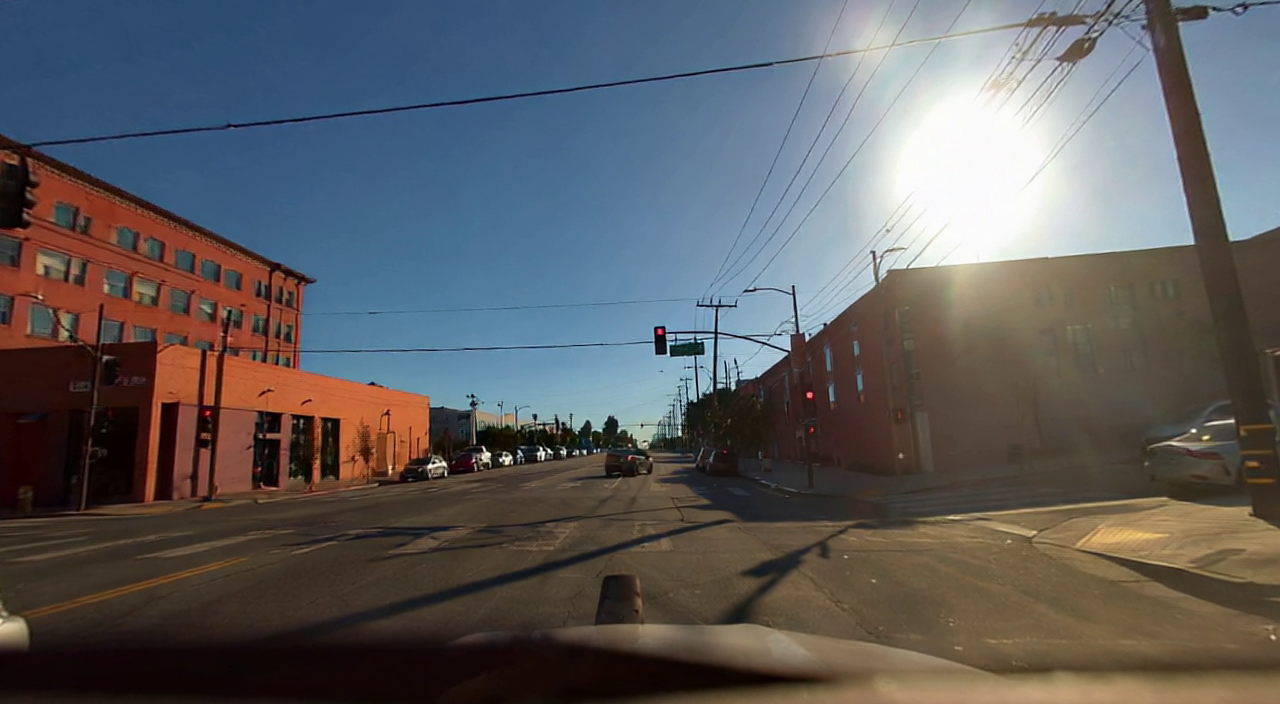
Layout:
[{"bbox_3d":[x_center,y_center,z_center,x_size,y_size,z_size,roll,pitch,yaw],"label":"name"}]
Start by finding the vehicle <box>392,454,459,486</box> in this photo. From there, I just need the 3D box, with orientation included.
[{"bbox_3d":[-12.005,6.601,35.591,1.943,1.574,4.727,0,-9,3],"label":"vehicle"}]

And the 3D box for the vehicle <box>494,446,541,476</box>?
[{"bbox_3d":[-8.195,7.316,42.578,2.096,1.830,4.752,0,-9,2],"label":"vehicle"}]

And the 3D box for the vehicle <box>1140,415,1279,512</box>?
[{"bbox_3d":[12.653,2.207,12.755,3.234,1.746,1.941,-2,-10,1],"label":"vehicle"}]

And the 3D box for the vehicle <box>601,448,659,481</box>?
[{"bbox_3d":[-0.461,6.022,34.016,2.120,1.650,4.525,-2,-9,13],"label":"vehicle"}]

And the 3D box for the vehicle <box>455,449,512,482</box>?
[{"bbox_3d":[-8.703,6.324,35.297,2.020,1.672,3.842,0,-9,3],"label":"vehicle"}]
